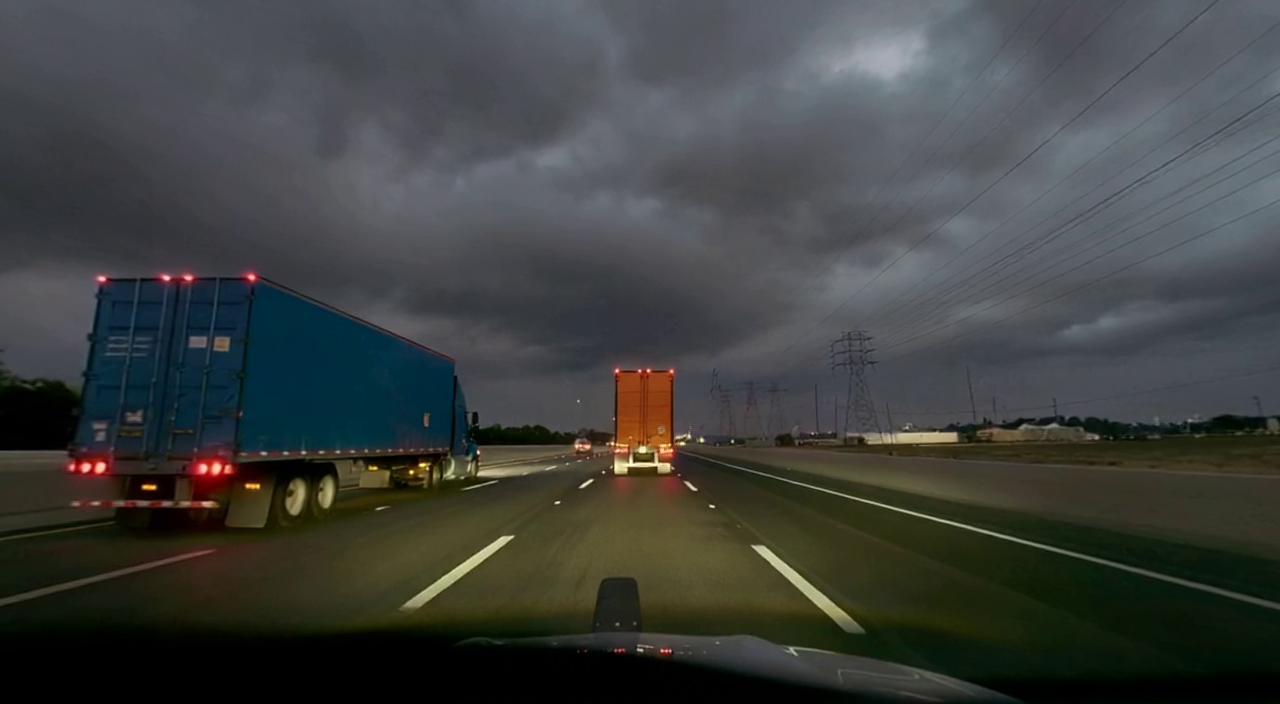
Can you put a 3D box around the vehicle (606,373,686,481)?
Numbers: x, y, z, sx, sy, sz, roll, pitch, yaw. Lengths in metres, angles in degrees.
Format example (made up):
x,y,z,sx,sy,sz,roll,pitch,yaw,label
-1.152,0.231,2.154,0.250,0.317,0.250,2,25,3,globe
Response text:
x,y,z,sx,sy,sz,roll,pitch,yaw,label
0.140,3.446,27.856,2.858,3.847,10.034,0,-9,-1,vehicle

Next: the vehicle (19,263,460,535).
x,y,z,sx,sy,sz,roll,pitch,yaw,label
-7.367,1.446,14.811,2.937,3.981,11.119,-1,-9,0,vehicle
